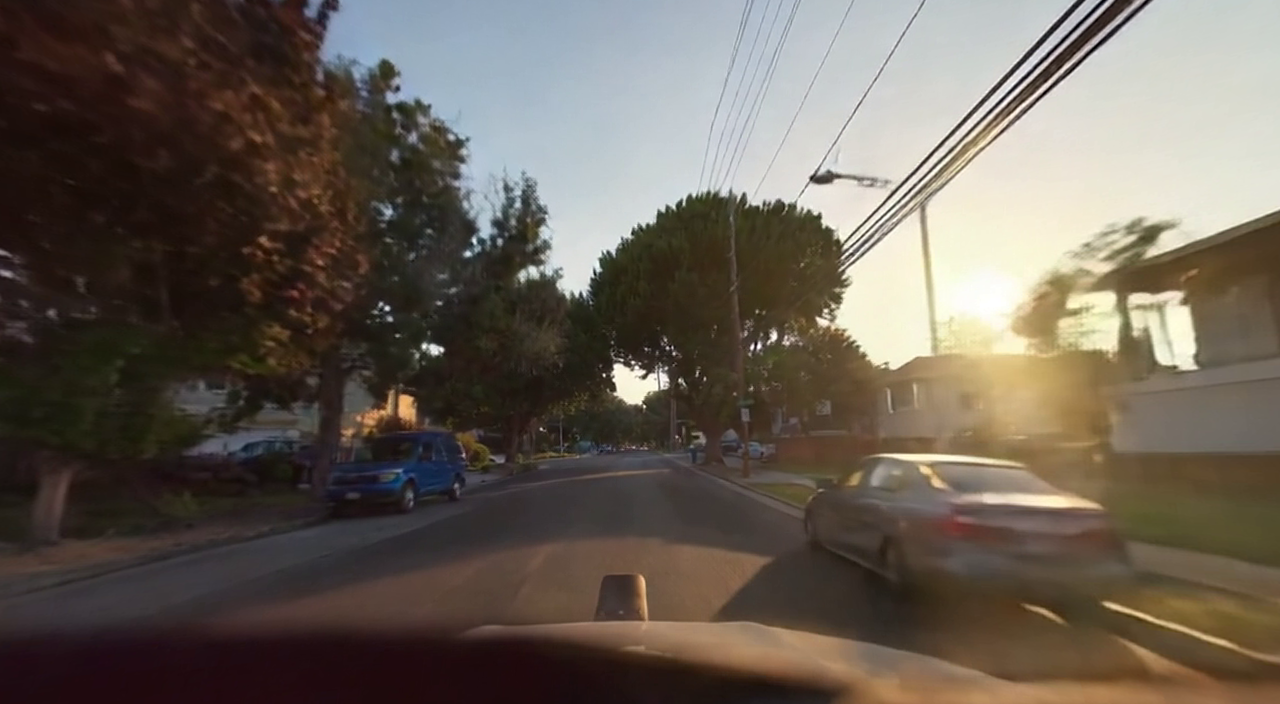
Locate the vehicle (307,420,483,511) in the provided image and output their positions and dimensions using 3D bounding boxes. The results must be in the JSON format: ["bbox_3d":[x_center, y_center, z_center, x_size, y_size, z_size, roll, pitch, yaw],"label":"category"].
[{"bbox_3d":[-5.892,2.830,16.115,2.263,1.915,5.071,-1,-9,2],"label":"vehicle"}]

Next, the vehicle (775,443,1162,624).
[{"bbox_3d":[3.190,1.829,7.474,1.944,1.439,4.500,1,-9,-4],"label":"vehicle"}]
